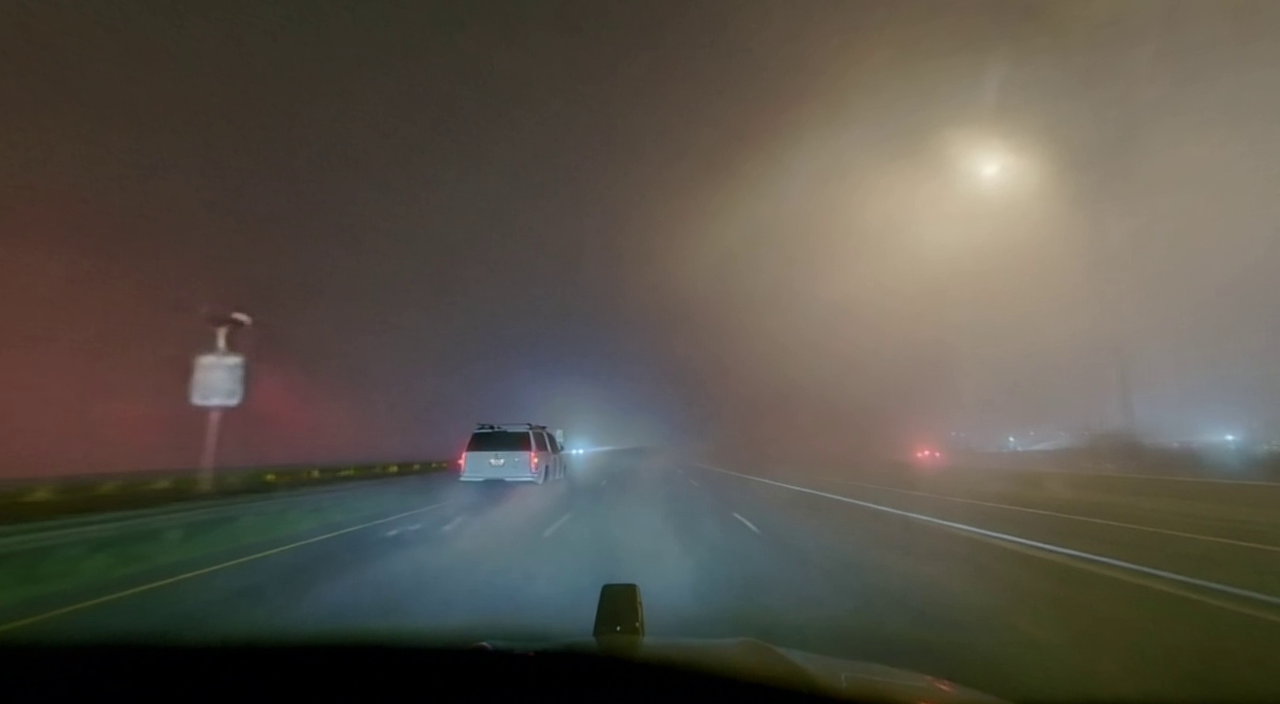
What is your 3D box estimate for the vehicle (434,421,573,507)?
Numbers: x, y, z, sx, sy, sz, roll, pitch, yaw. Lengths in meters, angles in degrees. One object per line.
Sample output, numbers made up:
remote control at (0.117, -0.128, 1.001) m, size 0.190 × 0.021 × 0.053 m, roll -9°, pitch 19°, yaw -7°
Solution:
vehicle at (-3.433, 2.992, 17.315) m, size 2.431 × 1.928 × 5.760 m, roll 0°, pitch -9°, yaw 1°
